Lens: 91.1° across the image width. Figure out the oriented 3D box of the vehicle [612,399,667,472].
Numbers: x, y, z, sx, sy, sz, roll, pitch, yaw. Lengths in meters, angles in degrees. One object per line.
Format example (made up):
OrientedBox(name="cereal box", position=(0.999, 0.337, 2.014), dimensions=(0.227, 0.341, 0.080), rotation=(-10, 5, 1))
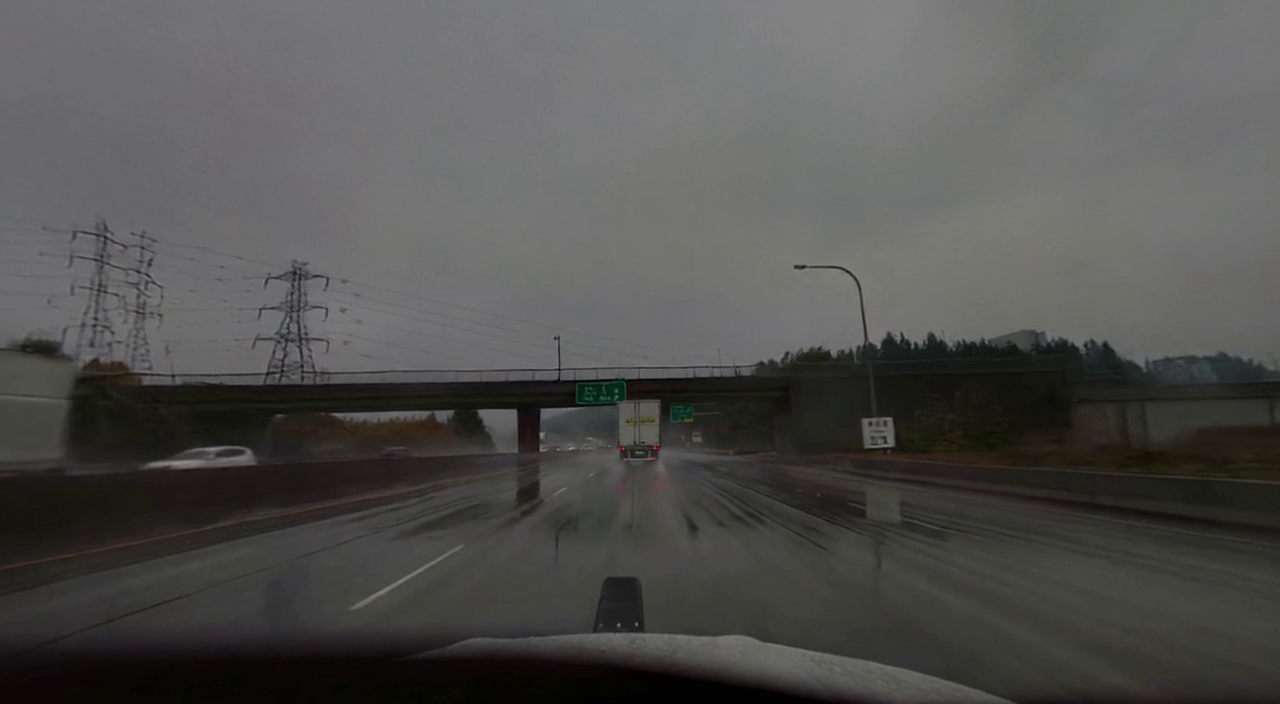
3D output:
OrientedBox(name="vehicle", position=(-0.115, 5.607, 41.285), dimensions=(3.025, 4.002, 12.709), rotation=(0, -9, -1))
